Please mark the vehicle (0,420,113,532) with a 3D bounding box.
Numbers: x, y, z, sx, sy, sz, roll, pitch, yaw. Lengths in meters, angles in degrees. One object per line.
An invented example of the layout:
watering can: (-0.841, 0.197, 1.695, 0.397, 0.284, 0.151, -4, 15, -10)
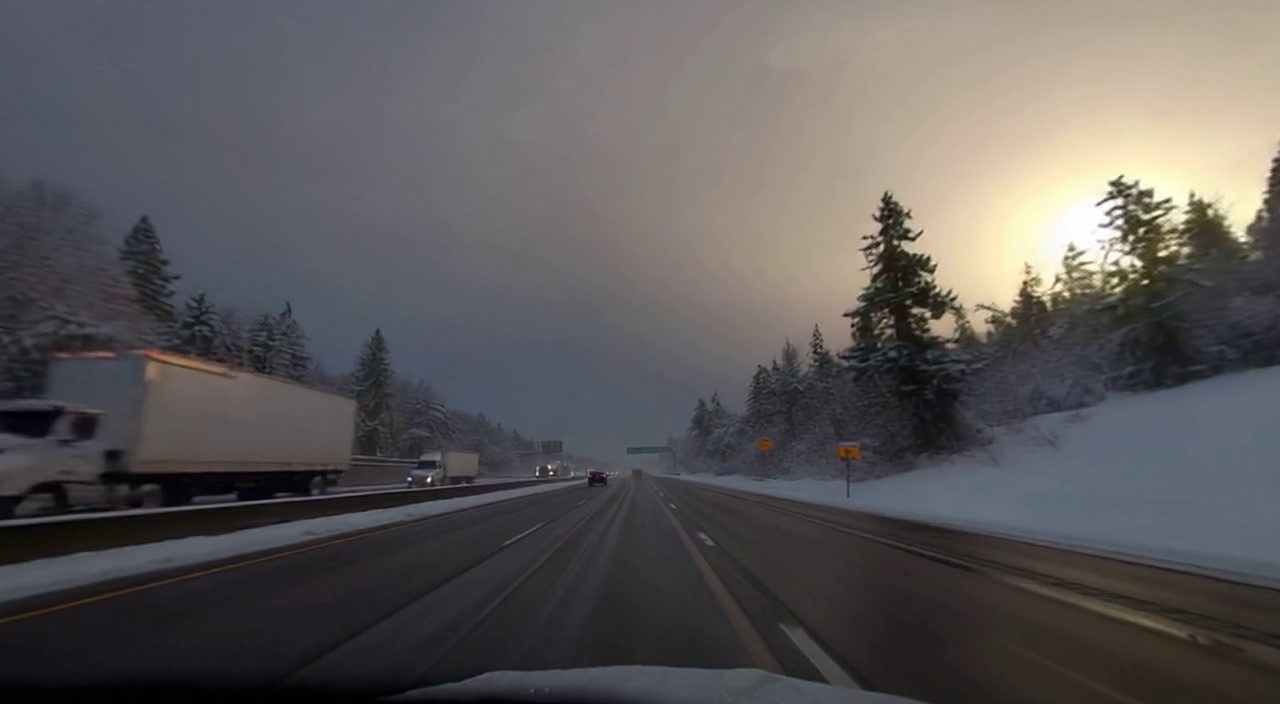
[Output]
vehicle: (-17.120, 3.040, 15.447, 2.485, 2.734, 6.652, 1, -11, 0)
